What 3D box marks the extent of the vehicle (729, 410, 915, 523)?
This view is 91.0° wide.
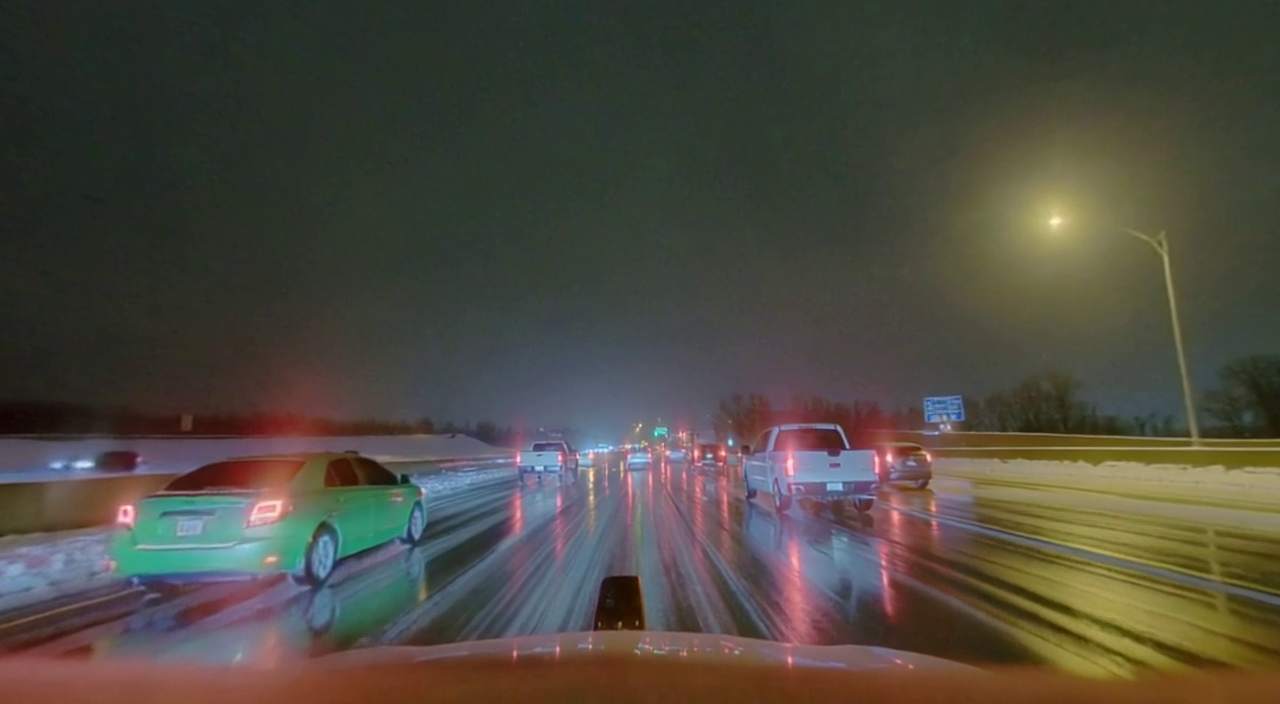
[{"bbox_3d":[3.556,2.408,13.766,2.340,1.925,5.529,0,-9,-1],"label":"vehicle"}]

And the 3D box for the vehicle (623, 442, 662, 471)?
[{"bbox_3d":[0.123,6.204,37.540,2.147,1.572,4.094,0,-9,-1],"label":"vehicle"}]

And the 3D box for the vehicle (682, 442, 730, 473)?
[{"bbox_3d":[3.628,5.922,35.580,2.145,1.636,4.437,0,-9,-1],"label":"vehicle"}]

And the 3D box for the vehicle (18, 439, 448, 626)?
[{"bbox_3d":[-3.842,1.737,7.108,1.947,1.424,4.264,0,-9,1],"label":"vehicle"}]

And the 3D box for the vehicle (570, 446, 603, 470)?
[{"bbox_3d":[-3.541,7.090,42.342,1.907,1.484,3.954,0,-9,0],"label":"vehicle"}]

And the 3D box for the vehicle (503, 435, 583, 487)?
[{"bbox_3d":[-3.604,4.161,24.372,2.176,1.783,4.799,0,-9,2],"label":"vehicle"}]
